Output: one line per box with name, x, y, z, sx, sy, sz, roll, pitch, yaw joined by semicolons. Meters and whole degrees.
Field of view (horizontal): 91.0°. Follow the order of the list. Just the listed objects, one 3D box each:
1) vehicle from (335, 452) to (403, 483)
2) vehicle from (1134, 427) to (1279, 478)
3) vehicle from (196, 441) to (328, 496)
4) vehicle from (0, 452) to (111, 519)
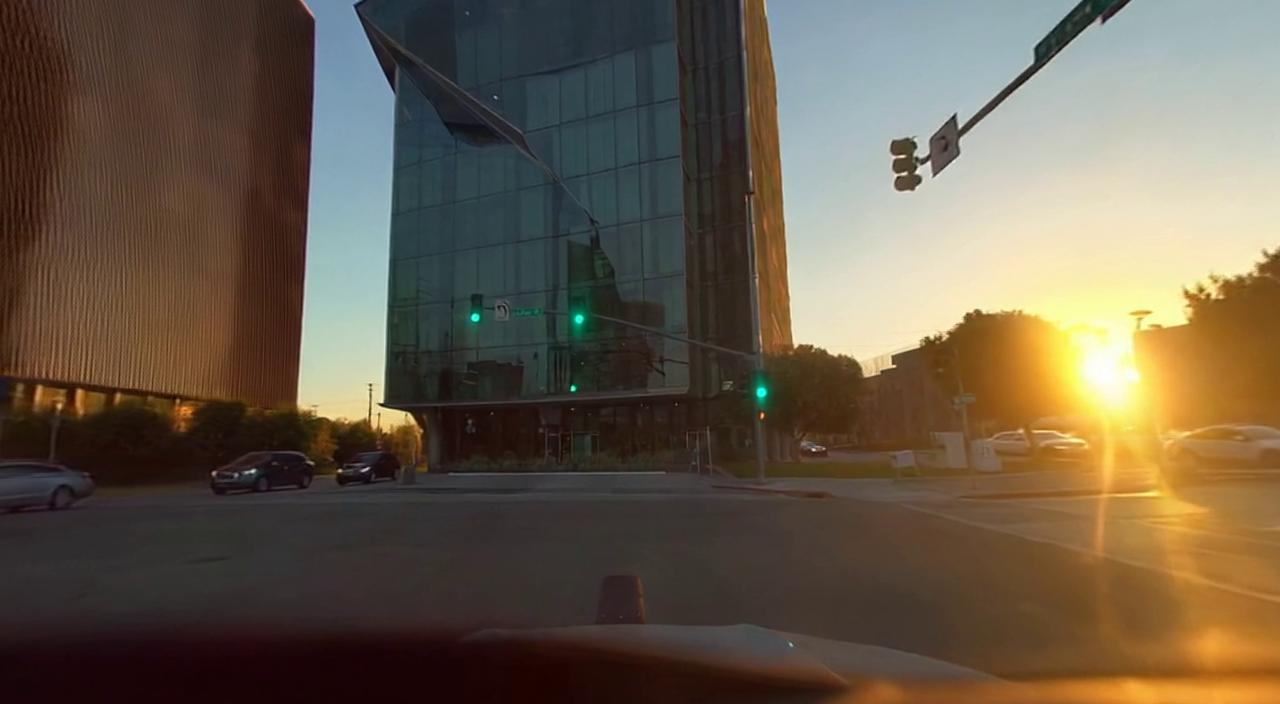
vehicle;-15.109;6.434;35.336;1.932;1.605;4.146;0;-9;0
vehicle;19.074;3.304;20.796;1.834;1.480;4.458;1;-9;-1
vehicle;-14.846;4.569;25.177;2.091;1.915;5.040;0;-9;0
vehicle;-15.187;3.088;14.678;1.790;1.437;4.349;0;-9;2
